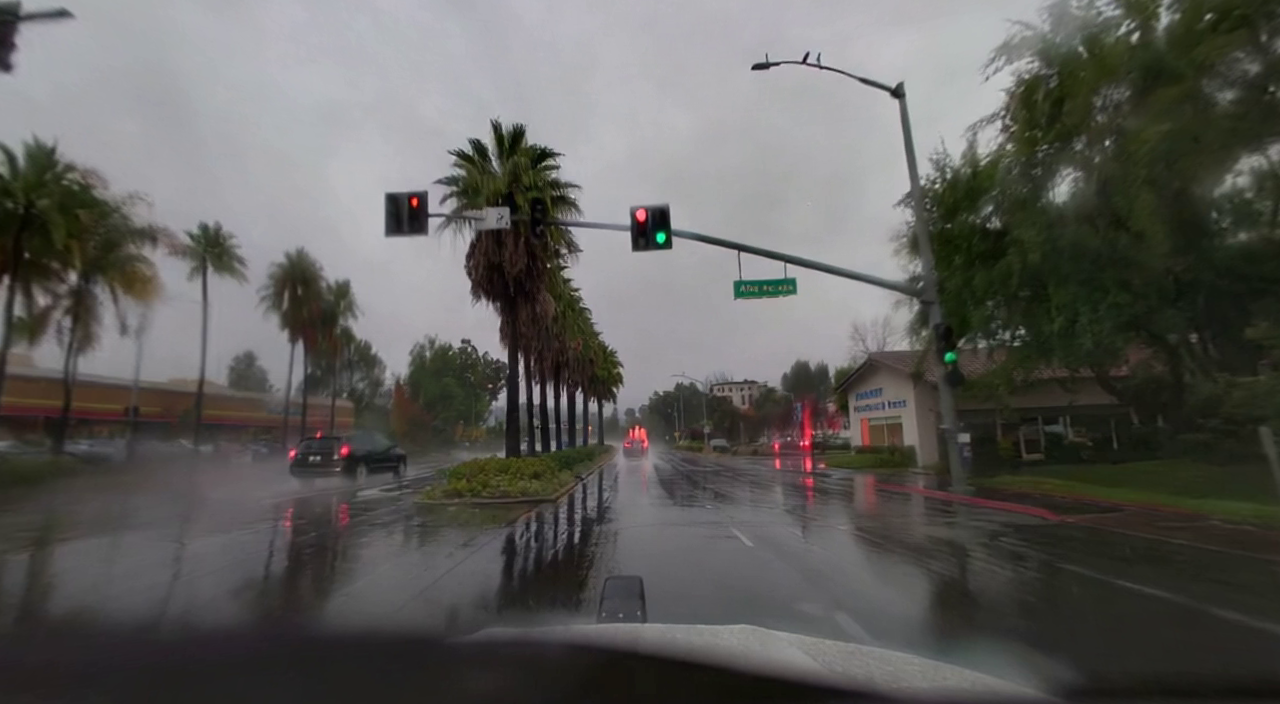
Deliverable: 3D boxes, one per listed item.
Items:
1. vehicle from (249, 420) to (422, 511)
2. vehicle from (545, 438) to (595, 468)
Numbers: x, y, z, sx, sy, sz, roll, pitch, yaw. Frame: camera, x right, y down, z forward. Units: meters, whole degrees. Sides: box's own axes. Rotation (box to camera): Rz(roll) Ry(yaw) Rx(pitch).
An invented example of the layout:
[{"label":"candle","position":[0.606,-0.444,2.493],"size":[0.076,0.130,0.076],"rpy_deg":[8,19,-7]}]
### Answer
[{"label":"vehicle","position":[-6.649,2.531,14.464],"size":[2.022,1.746,4.406],"rpy_deg":[1,-9,-5]},{"label":"vehicle","position":[-3.602,5.313,33.282],"size":[2.181,1.483,4.123],"rpy_deg":[0,-9,-1]}]
